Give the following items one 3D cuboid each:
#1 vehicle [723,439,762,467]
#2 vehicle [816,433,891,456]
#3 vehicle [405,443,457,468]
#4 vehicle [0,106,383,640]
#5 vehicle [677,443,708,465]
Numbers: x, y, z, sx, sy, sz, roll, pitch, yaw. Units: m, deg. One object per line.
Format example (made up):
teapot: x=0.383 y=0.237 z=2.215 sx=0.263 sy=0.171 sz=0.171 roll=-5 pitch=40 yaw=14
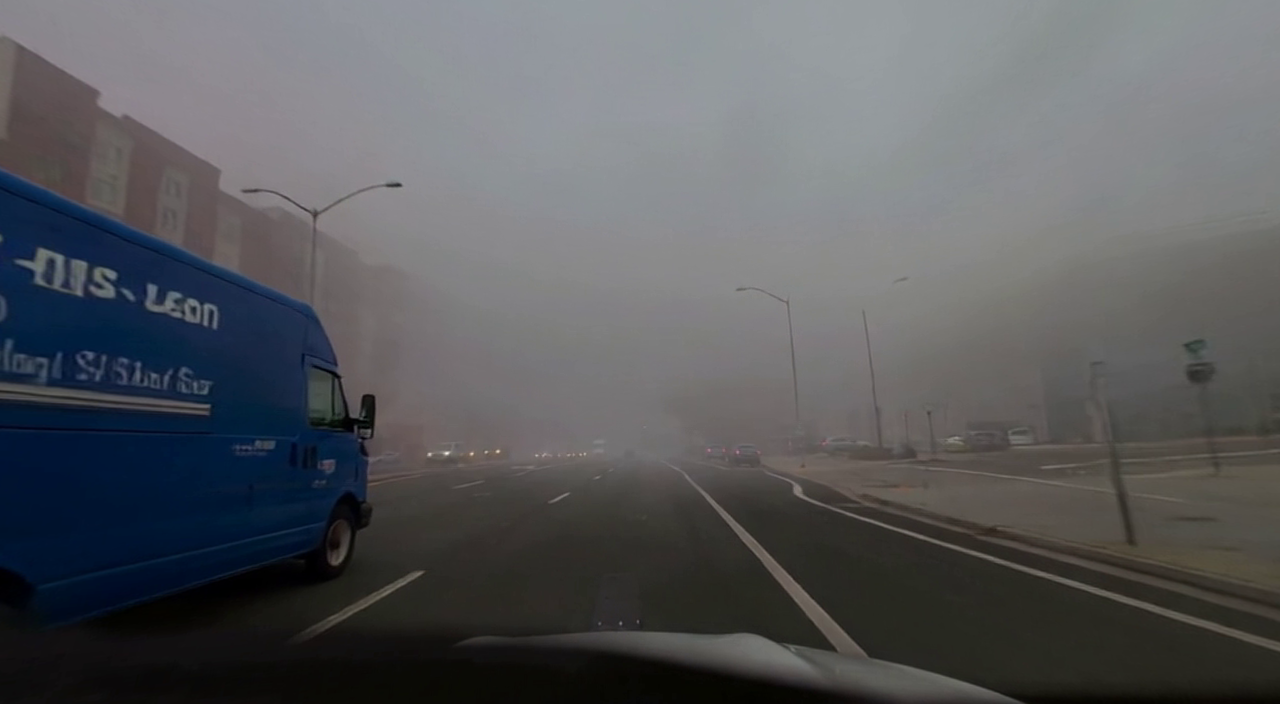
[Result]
vehicle: x=6.962 y=6.887 z=43.194 sx=2.175 sy=1.770 sz=4.373 roll=-1 pitch=-8 yaw=4
vehicle: x=15.589 y=6.801 z=46.391 sx=4.830 sy=1.605 sz=1.982 roll=-1 pitch=-9 yaw=5
vehicle: x=-14.914 y=7.384 z=45.331 sx=2.151 sy=1.705 sz=4.537 roll=0 pitch=-8 yaw=0
vehicle: x=-5.030 y=0.357 z=5.225 sx=2.763 sy=2.974 sz=7.562 roll=0 pitch=-8 yaw=-2
vehicle: x=3.855 y=7.547 z=46.956 sx=1.878 sy=1.534 sz=4.120 roll=0 pitch=-8 yaw=-1
